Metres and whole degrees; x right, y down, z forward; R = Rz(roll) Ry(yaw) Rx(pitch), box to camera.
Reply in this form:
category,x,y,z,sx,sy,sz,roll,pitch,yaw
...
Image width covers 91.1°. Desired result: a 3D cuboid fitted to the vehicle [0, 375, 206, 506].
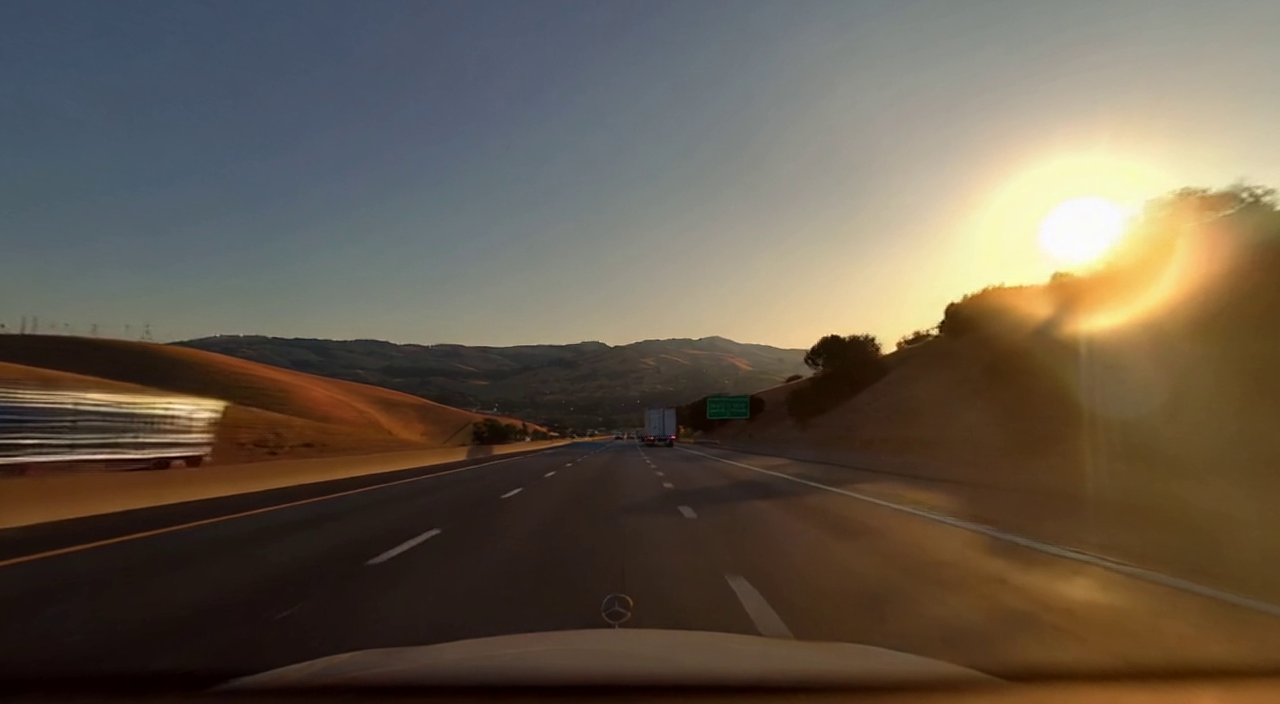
category,x,y,z,sx,sy,sz,roll,pitch,yaw
vehicle,-19.787,3.094,22.151,2.903,3.736,8.581,0,-8,-1
